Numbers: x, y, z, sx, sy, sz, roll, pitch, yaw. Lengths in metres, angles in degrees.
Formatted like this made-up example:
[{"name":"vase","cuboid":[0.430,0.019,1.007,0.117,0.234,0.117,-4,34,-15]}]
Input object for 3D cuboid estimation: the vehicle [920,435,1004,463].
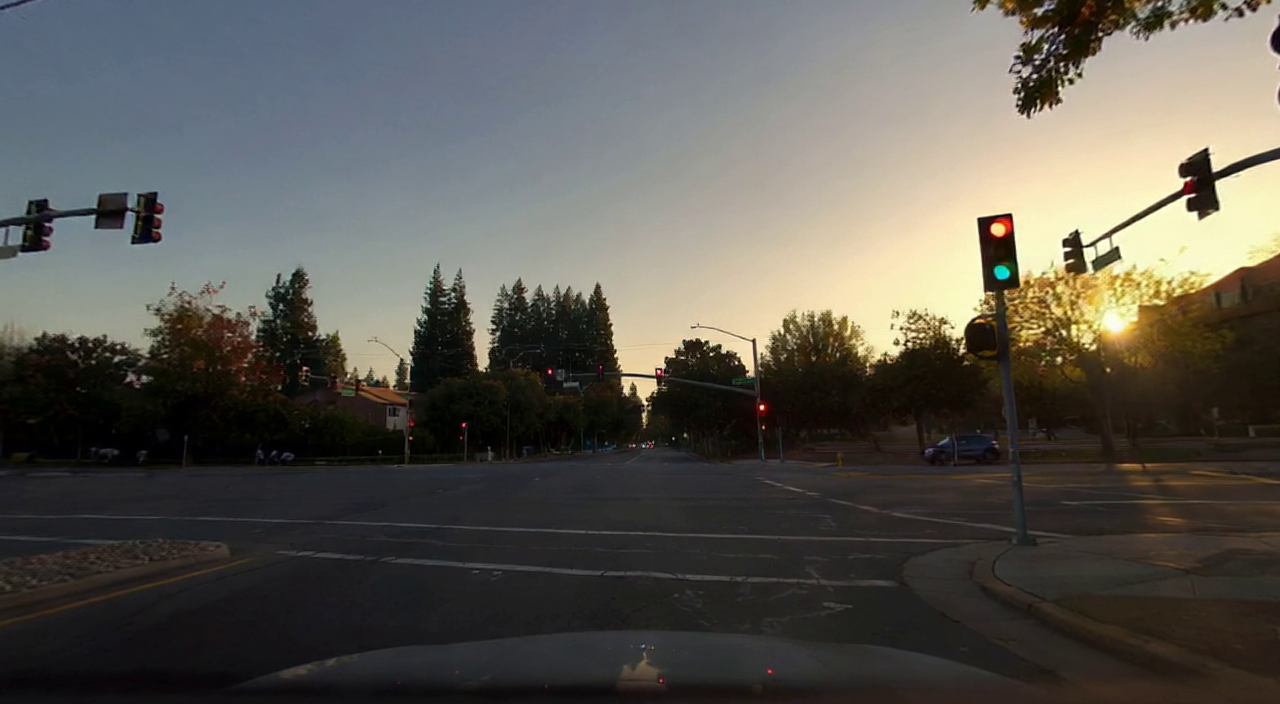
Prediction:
[{"name":"vehicle","cuboid":[17.766,5.389,34.949,3.952,1.468,1.768,-4,-9,22]}]
